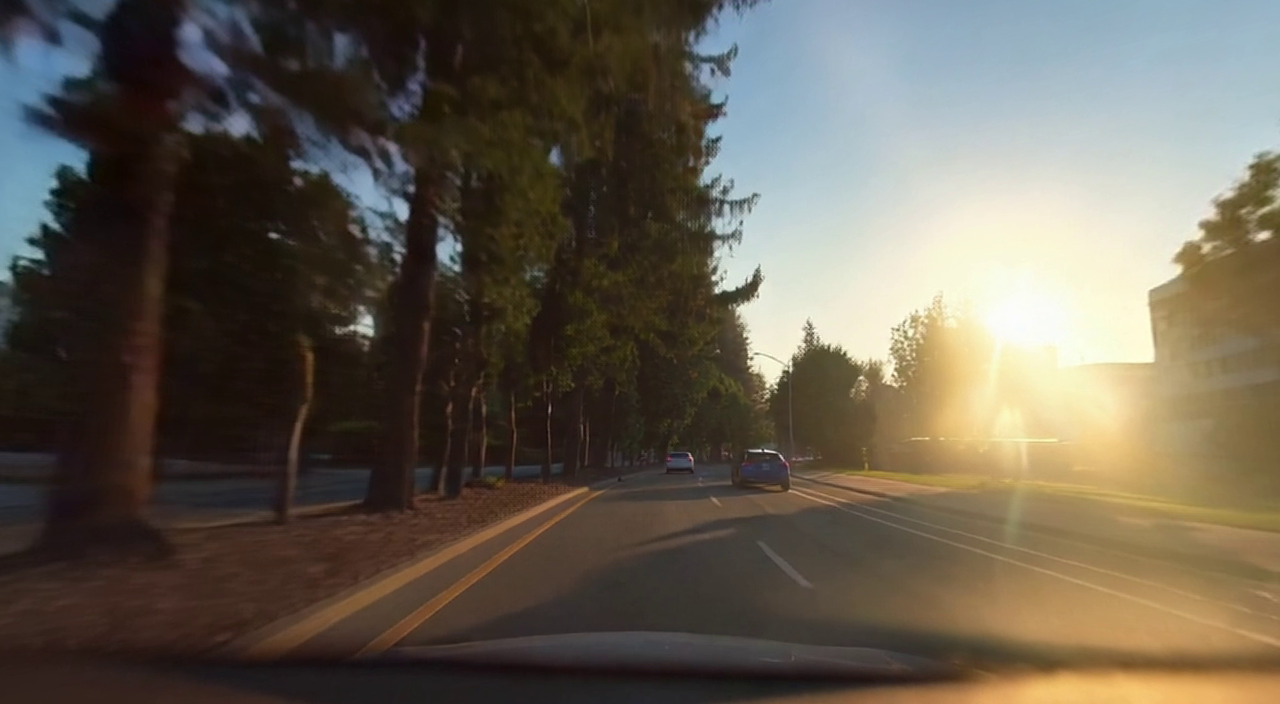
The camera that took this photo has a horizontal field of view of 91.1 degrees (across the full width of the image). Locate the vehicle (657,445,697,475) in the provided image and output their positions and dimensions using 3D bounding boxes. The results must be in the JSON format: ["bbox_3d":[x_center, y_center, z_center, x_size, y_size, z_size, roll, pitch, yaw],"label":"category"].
[{"bbox_3d":[2.454,6.946,40.752,2.251,1.822,4.391,-1,-9,8],"label":"vehicle"}]

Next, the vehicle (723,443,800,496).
[{"bbox_3d":[4.138,4.039,22.114,1.971,1.663,4.287,0,-8,2],"label":"vehicle"}]
